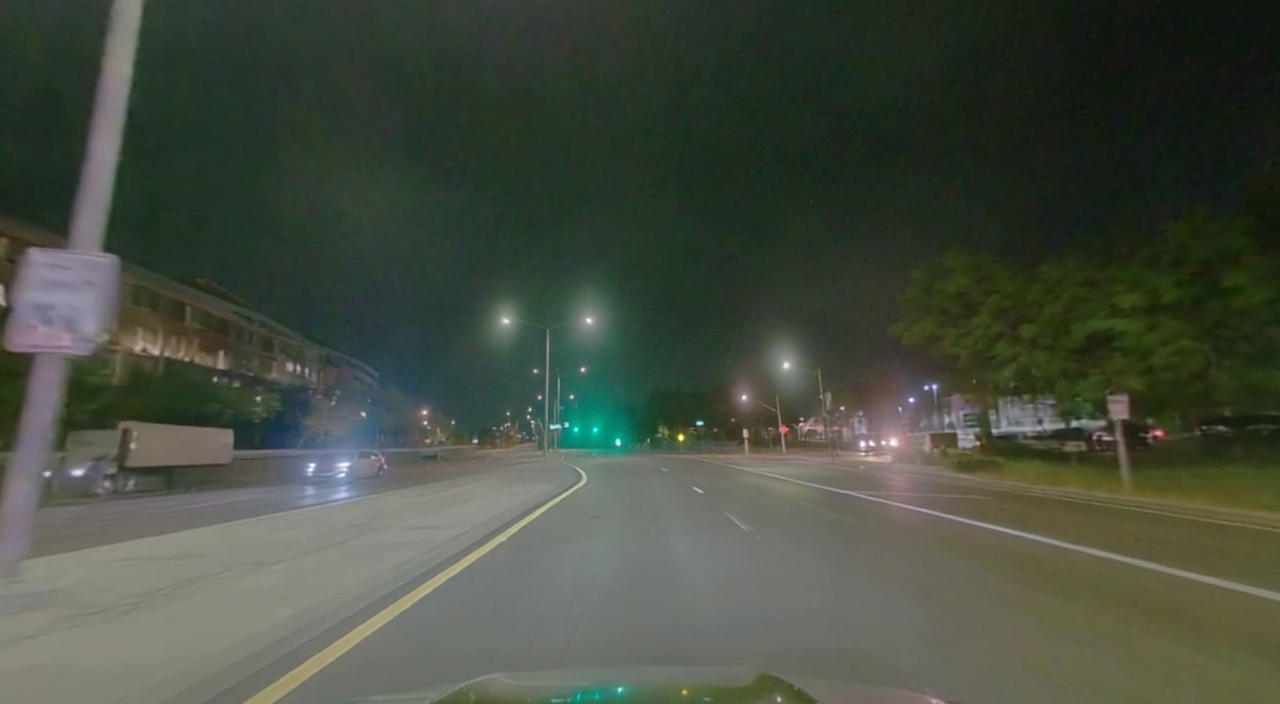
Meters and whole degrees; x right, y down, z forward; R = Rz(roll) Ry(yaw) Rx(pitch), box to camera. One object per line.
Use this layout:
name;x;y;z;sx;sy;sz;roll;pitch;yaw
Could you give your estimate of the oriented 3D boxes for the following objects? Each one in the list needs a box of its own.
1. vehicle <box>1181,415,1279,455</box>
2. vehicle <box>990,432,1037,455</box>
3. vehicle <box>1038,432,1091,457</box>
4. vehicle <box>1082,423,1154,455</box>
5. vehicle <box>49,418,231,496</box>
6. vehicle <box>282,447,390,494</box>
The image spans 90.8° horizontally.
vehicle;30.759;4.297;32.498;4.334;1.942;2.322;3;-9;-18
vehicle;24.293;5.943;41.007;1.910;1.415;4.383;-7;-10;39
vehicle;26.511;5.749;39.405;1.928;1.437;3.935;-8;-11;44
vehicle;28.379;5.158;37.436;4.634;1.789;2.149;6;-10;-38
vehicle;-20.382;4.308;26.367;2.340;2.821;6.537;0;-8;-2
vehicle;-11.271;4.396;23.863;2.032;1.480;4.591;-1;-8;-3
